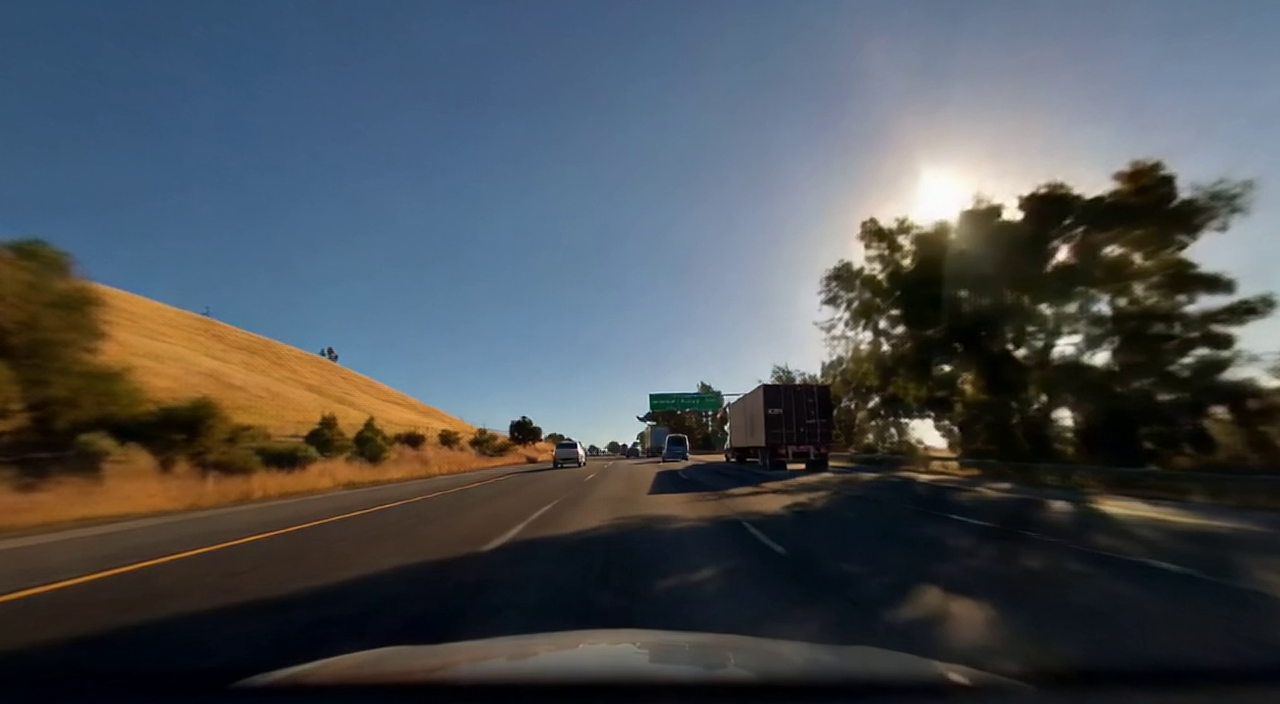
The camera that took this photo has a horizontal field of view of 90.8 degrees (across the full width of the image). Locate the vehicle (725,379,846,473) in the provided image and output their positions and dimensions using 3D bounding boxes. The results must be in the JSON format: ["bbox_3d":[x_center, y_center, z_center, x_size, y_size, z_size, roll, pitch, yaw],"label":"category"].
[{"bbox_3d":[7.618,4.521,36.439,2.935,4.187,16.357,0,-9,-1],"label":"vehicle"}]

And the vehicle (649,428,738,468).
[{"bbox_3d":[3.150,5.795,38.203,5.075,2.277,2.365,0,-9,-2],"label":"vehicle"}]

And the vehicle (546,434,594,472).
[{"bbox_3d":[-3.919,5.733,36.076,2.193,1.977,4.759,0,-9,0],"label":"vehicle"}]
